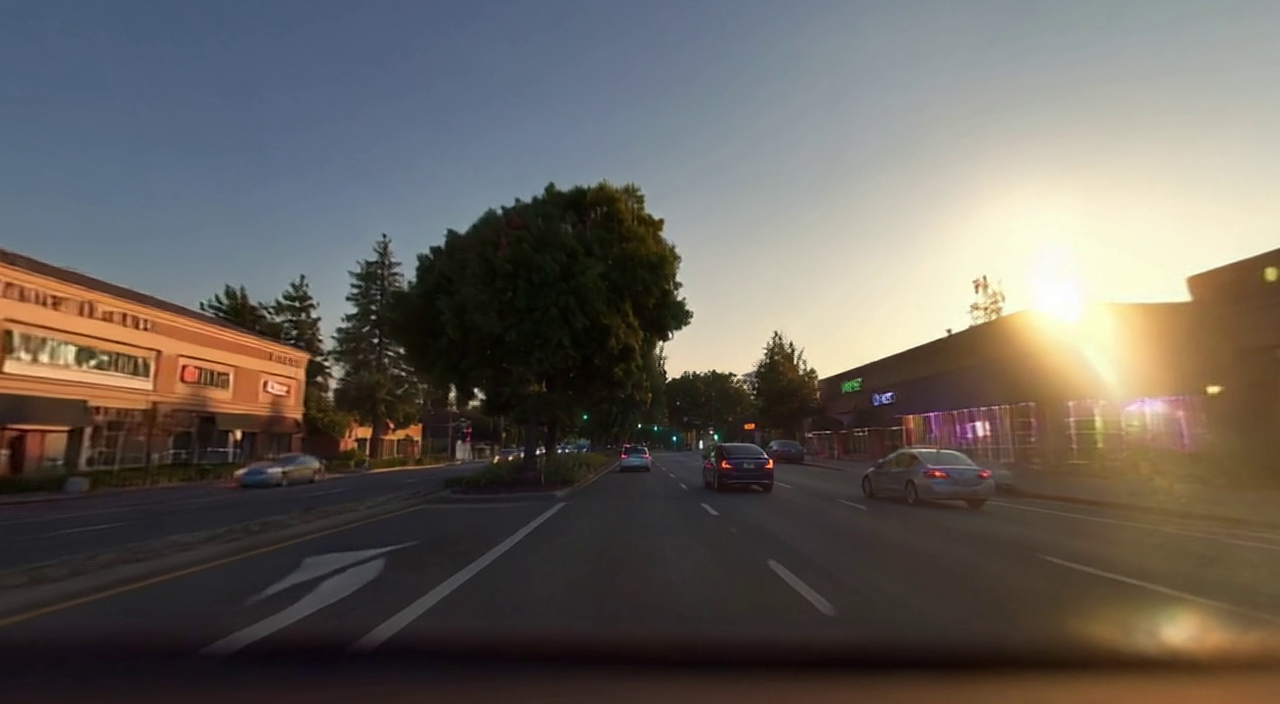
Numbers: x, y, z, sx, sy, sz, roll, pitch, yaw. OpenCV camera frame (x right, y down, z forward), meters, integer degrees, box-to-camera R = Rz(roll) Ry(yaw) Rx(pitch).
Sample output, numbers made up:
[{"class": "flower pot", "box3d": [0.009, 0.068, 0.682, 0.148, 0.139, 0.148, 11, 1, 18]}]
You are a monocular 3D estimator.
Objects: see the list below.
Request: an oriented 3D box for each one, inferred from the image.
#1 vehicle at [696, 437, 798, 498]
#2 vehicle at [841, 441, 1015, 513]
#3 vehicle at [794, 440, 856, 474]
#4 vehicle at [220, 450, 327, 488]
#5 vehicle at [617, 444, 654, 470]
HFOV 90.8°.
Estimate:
[{"class": "vehicle", "box3d": [2.970, 3.320, 18.644, 2.072, 1.545, 4.578, 0, -8, -2]}, {"class": "vehicle", "box3d": [6.619, 2.899, 15.230, 1.952, 1.449, 4.544, 0, -8, -1]}, {"class": "vehicle", "box3d": [10.536, 6.001, 36.353, 2.079, 1.798, 4.979, 0, -8, 1]}, {"class": "vehicle", "box3d": [-15.931, 5.091, 27.791, 1.921, 1.480, 4.577, 0, -8, 0]}, {"class": "vehicle", "box3d": [-0.261, 6.141, 37.180, 2.052, 1.461, 4.324, 0, -8, 0]}]
